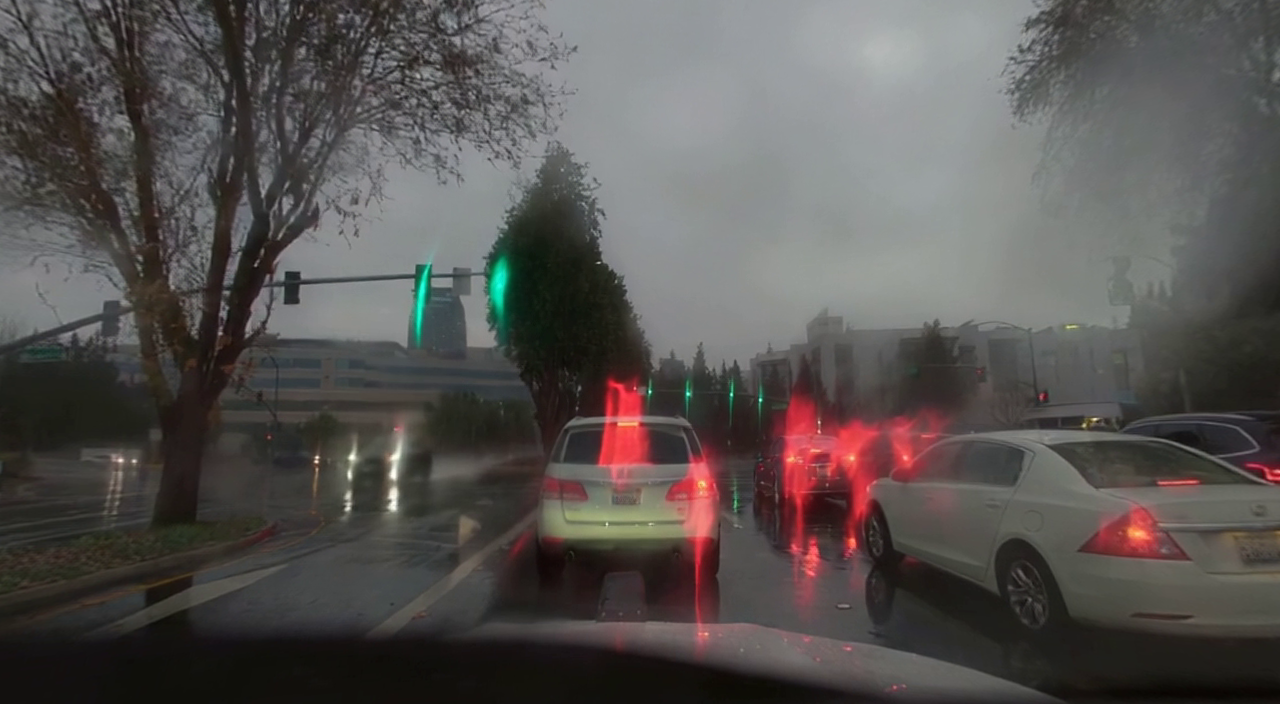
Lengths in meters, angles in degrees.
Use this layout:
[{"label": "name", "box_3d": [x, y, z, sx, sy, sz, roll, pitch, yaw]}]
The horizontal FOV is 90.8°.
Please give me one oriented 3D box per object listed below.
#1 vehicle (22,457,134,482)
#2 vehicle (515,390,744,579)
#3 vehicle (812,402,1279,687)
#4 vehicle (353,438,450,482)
[{"label": "vehicle", "box_3d": [-35.089, 7.343, 39.586, 4.845, 1.442, 1.880, 2, -9, -13]}, {"label": "vehicle", "box_3d": [-0.213, 1.620, 8.430, 2.236, 1.827, 4.316, 1, -9, -3]}, {"label": "vehicle", "box_3d": [3.367, 1.421, 5.958, 2.034, 1.558, 4.774, 0, -9, -1]}, {"label": "vehicle", "box_3d": [-11.071, 5.059, 29.976, 2.204, 1.848, 6.047, 0, -9, 1]}]
